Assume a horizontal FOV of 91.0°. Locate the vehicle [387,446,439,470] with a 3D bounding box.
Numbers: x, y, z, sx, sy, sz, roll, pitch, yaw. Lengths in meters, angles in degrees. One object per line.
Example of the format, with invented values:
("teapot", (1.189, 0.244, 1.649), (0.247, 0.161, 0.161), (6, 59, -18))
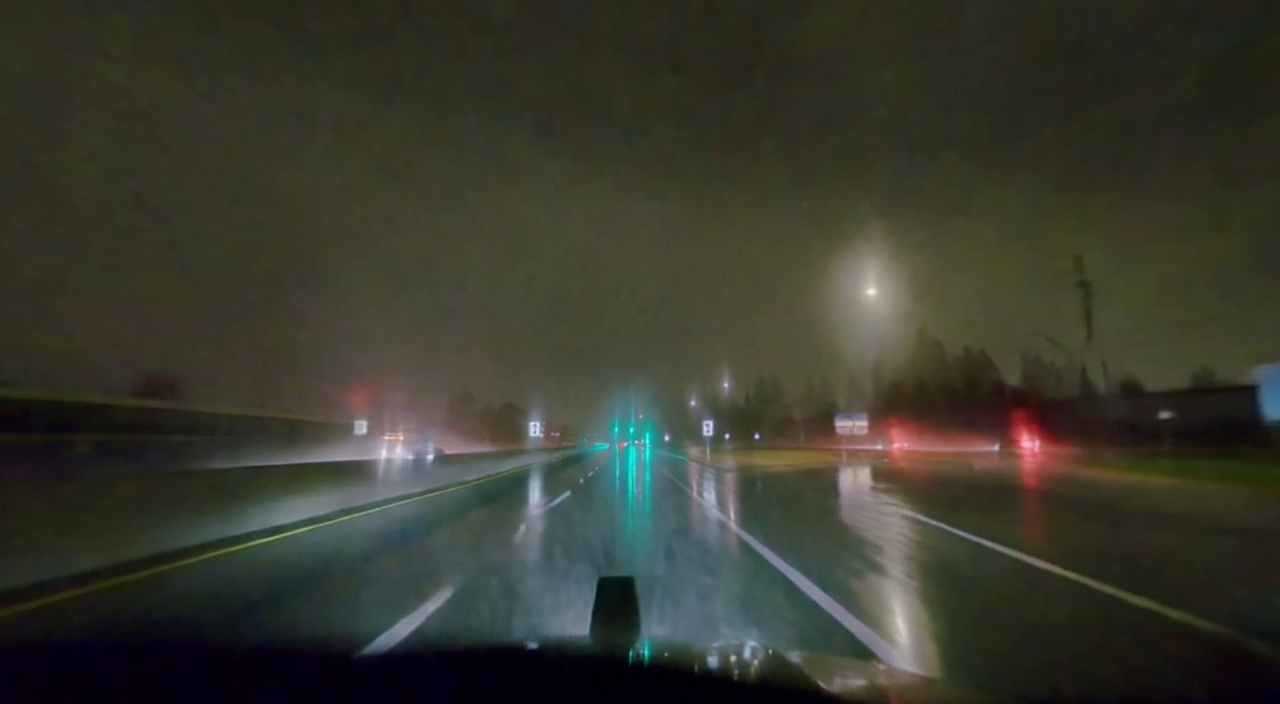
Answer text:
("vehicle", (-15.561, 7.286, 43.426), (1.956, 1.471, 4.552), (-1, -8, 0))
